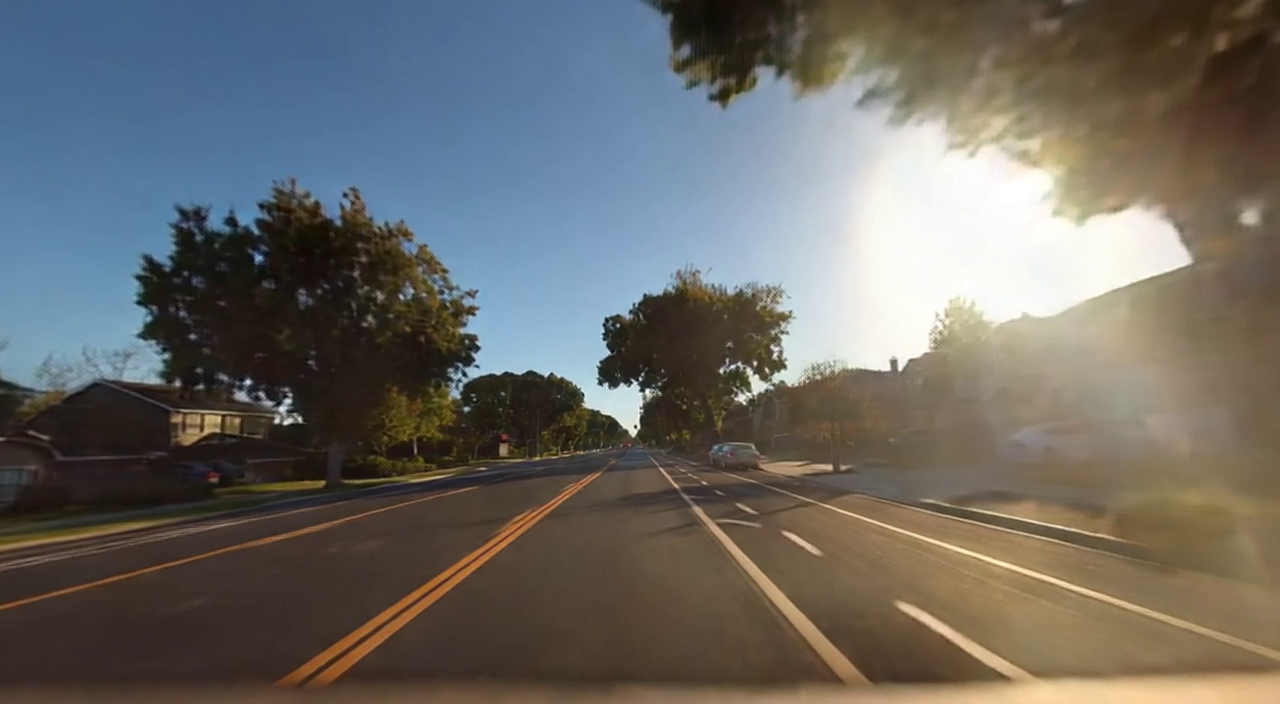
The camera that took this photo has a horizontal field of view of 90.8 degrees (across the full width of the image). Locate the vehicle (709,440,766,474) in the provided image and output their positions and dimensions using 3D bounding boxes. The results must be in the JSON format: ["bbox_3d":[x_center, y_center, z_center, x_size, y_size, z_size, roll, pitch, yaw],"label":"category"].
[{"bbox_3d":[4.843,5.313,32.103,1.995,1.553,4.628,0,-9,-2],"label":"vehicle"}]

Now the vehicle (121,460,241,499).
[{"bbox_3d":[-23.266,6.437,32.160,4.466,1.773,2.063,-1,-8,-2],"label":"vehicle"}]

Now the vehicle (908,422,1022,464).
[{"bbox_3d":[14.517,4.028,28.283,4.268,1.508,1.861,-2,-6,-15],"label":"vehicle"}]

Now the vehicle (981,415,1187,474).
[{"bbox_3d":[13.303,2.813,19.170,4.710,1.612,1.999,-1,-8,-2],"label":"vehicle"}]
